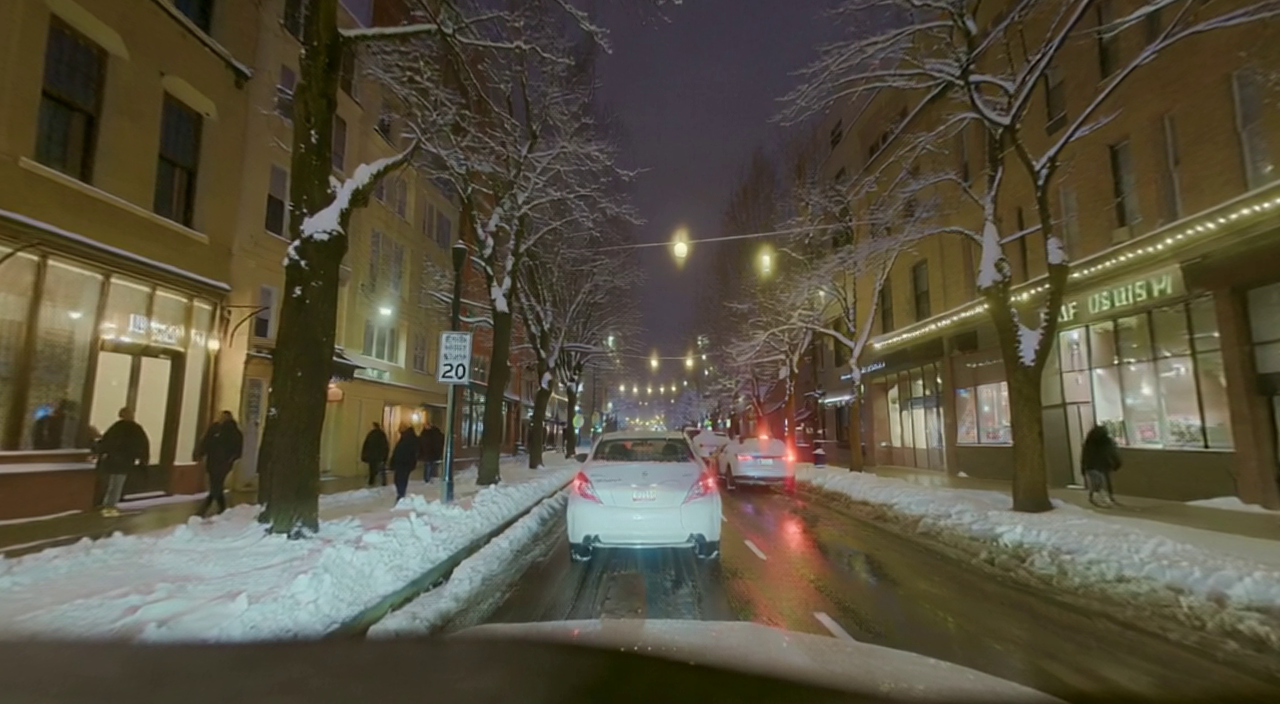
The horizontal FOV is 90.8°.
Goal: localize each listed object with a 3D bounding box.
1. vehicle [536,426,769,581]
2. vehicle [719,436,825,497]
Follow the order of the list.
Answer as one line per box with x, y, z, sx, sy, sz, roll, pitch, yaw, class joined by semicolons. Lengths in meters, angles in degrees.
0.090;1.782;8.269;2.261;1.474;4.130;0;-9;-1;vehicle
3.616;3.217;18.172;2.025;1.523;4.426;0;-9;-1;vehicle
